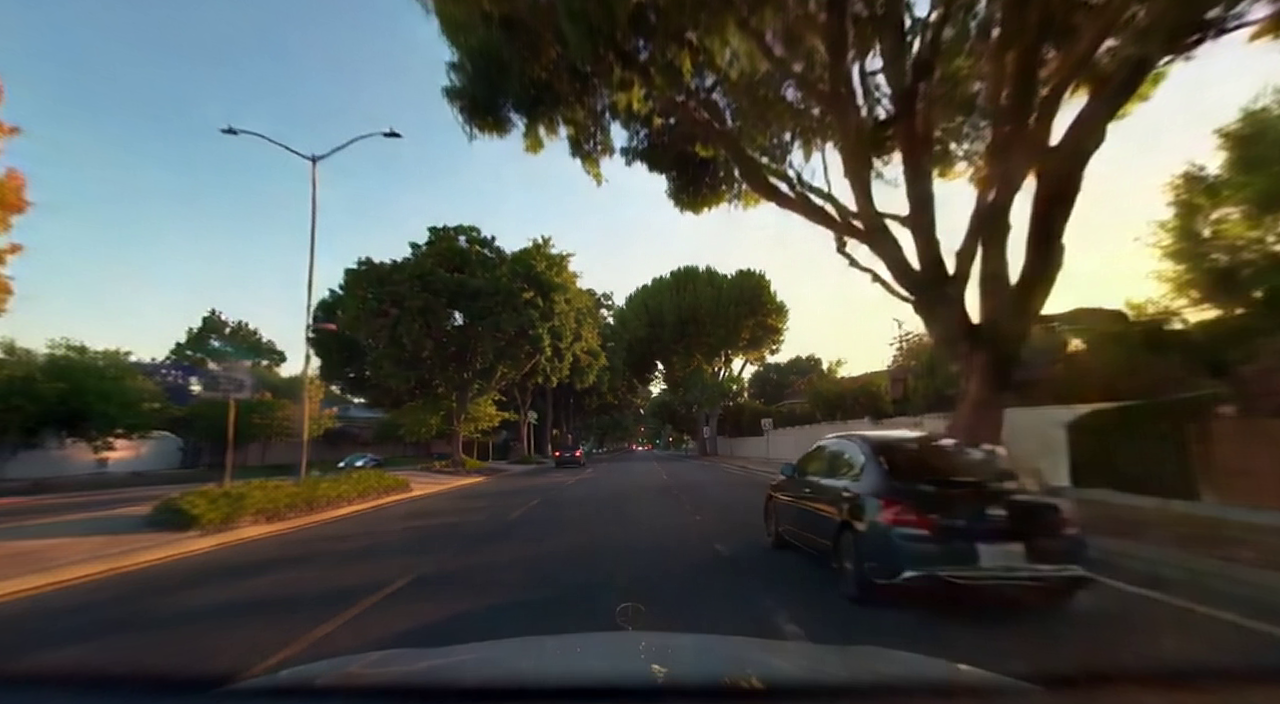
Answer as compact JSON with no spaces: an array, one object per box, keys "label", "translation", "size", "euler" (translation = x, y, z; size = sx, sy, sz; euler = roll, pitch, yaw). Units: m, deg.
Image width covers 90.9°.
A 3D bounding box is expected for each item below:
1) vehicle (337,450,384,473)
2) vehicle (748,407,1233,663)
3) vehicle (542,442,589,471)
[{"label":"vehicle","translation":[-21.909,8.568,49.540],"size":[1.816,1.717,4.024],"euler":[0,-9,0]},{"label":"vehicle","translation":[2.502,1.432,6.083],"size":[1.992,1.511,4.464],"euler":[0,-9,-2]},{"label":"vehicle","translation":[-3.997,5.684,34.485],"size":[2.011,1.480,4.517],"euler":[0,-9,0]}]
